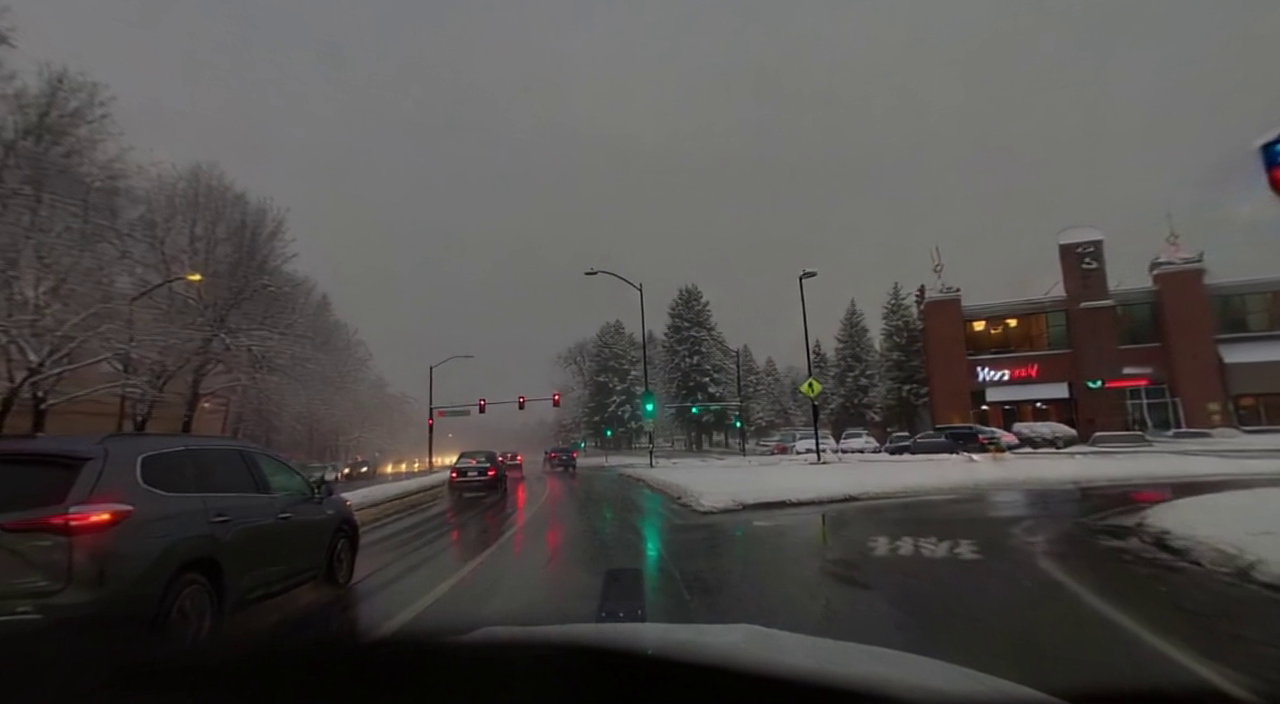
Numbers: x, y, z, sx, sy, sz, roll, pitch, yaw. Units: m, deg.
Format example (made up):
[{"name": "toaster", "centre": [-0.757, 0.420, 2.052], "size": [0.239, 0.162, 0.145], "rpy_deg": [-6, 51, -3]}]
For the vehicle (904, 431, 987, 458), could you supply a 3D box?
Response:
[{"name": "vehicle", "centre": [21.134, 6.436, 43.700], "size": [2.017, 1.746, 4.727], "rpy_deg": [7, -11, -35]}]

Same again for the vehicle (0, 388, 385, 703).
[{"name": "vehicle", "centre": [-4.043, 1.318, 5.036], "size": [2.085, 1.663, 4.513], "rpy_deg": [1, -9, 0]}]

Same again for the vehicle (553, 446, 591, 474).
[{"name": "vehicle", "centre": [-4.429, 6.951, 40.644], "size": [2.144, 1.704, 4.028], "rpy_deg": [2, -9, -9]}]

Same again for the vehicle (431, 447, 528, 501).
[{"name": "vehicle", "centre": [-5.081, 3.921, 20.787], "size": [2.090, 1.506, 5.326], "rpy_deg": [1, -9, -4]}]
